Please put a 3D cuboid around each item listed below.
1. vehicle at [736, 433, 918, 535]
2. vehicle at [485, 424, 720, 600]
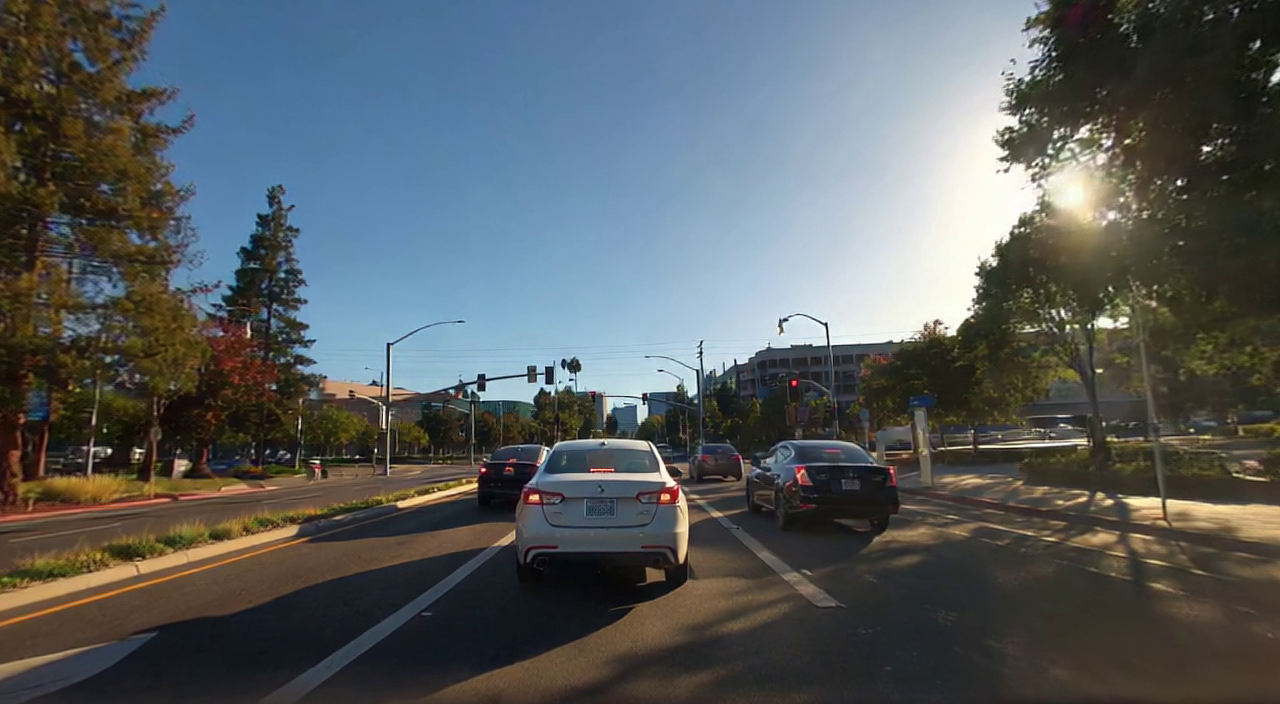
[{"bbox_3d":[3.110,2.284,11.572,1.910,1.474,4.263,0,-9,-2],"label":"vehicle"},{"bbox_3d":[-0.347,1.645,7.267,2.006,1.487,3.535,0,-9,-1],"label":"vehicle"}]
